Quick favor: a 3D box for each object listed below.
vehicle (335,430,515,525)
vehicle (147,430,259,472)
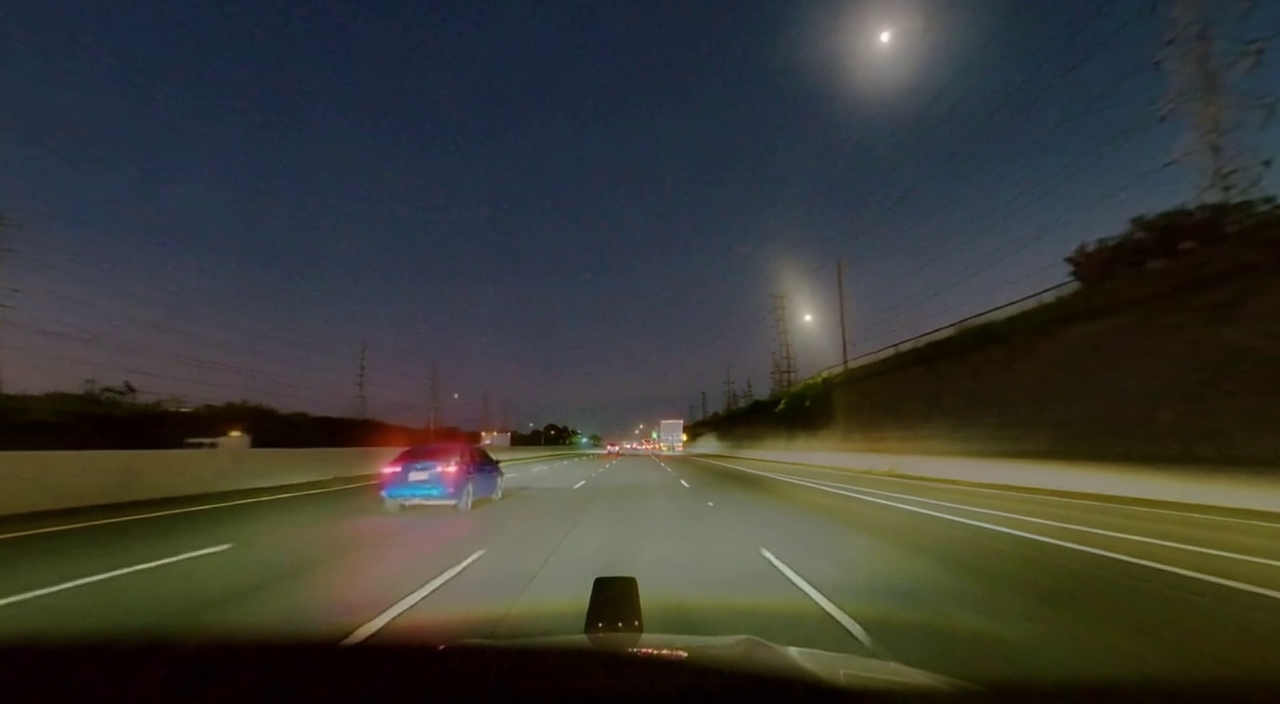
[{"bbox_3d":[-3.926,2.370,12.433,2.009,1.533,4.175,0,-9,1],"label":"vehicle"},{"bbox_3d":[-25.388,5.778,37.065,2.579,2.265,5.572,0,-9,-1],"label":"vehicle"}]
